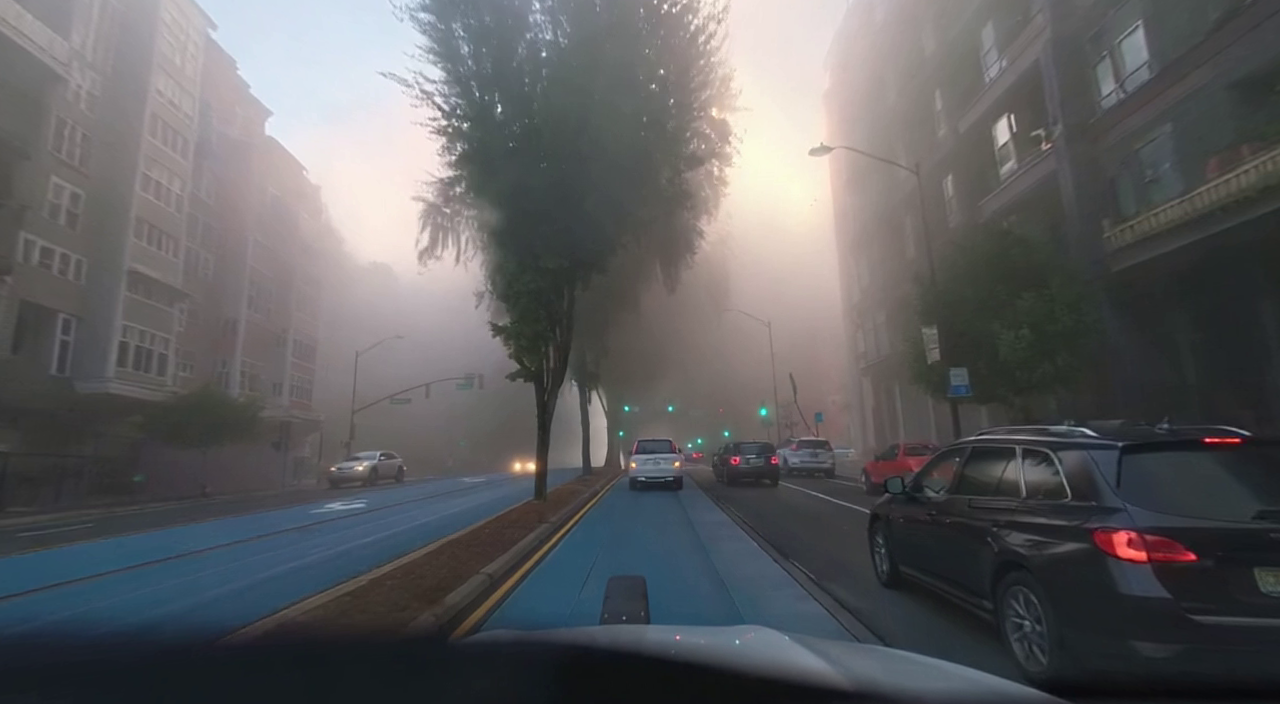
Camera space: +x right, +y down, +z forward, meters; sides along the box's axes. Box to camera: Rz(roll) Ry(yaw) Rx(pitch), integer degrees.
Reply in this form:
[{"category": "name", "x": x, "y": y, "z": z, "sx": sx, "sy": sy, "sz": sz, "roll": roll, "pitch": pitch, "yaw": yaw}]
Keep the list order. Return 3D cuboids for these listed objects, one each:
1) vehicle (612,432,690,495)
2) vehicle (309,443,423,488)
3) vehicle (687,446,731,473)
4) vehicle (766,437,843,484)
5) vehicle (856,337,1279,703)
[{"category": "vehicle", "x": 0.335, "y": 3.481, "z": 19.962, "sx": 2.209, "sy": 1.748, "sz": 4.130, "roll": 0, "pitch": -9, "yaw": 1}, {"category": "vehicle", "x": -13.672, "y": 5.698, "z": 32.151, "sx": 2.640, "sy": 2.054, "sz": 6.504, "roll": -1, "pitch": -9, "yaw": 3}, {"category": "vehicle", "x": 3.868, "y": 6.084, "z": 35.914, "sx": 2.045, "sy": 1.465, "sz": 4.355, "roll": 0, "pitch": -9, "yaw": 0}, {"category": "vehicle", "x": 6.789, "y": 4.534, "z": 26.608, "sx": 2.066, "sy": 1.790, "sz": 4.663, "roll": 0, "pitch": -9, "yaw": 1}, {"category": "vehicle", "x": 3.122, "y": 1.111, "z": 4.169, "sx": 1.939, "sy": 1.746, "sz": 4.091, "roll": 0, "pitch": -9, "yaw": 1}]
